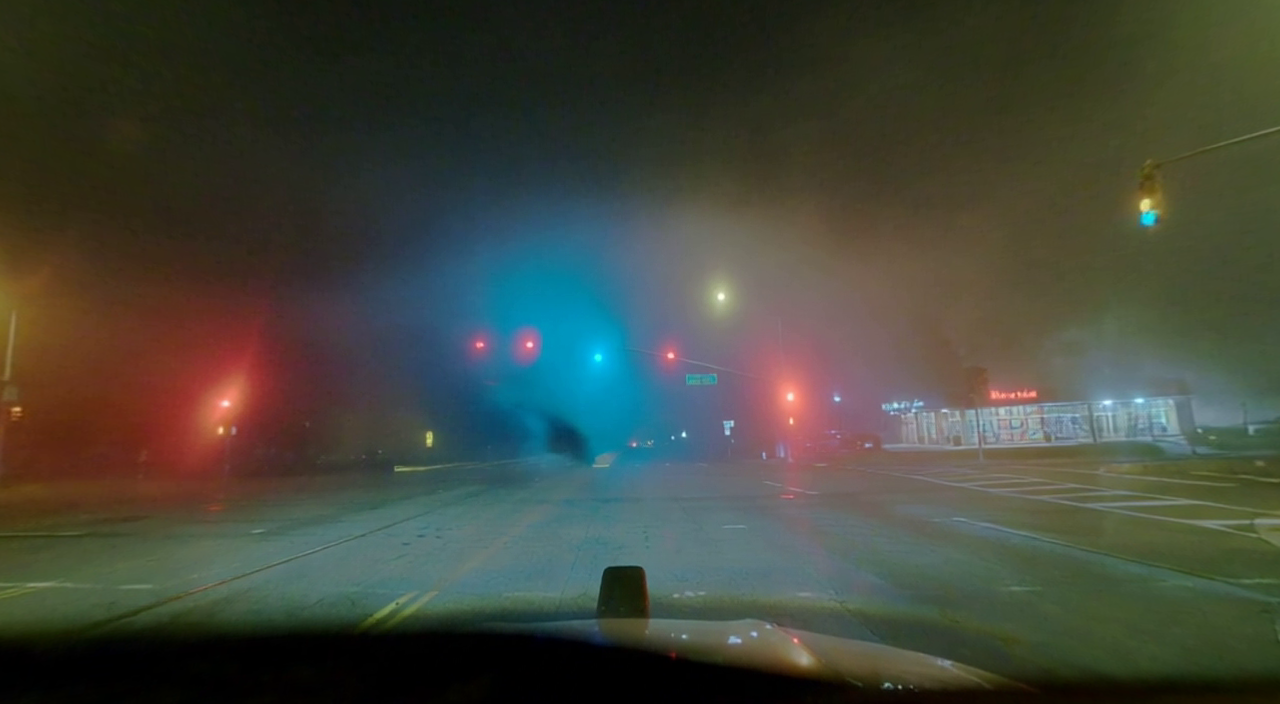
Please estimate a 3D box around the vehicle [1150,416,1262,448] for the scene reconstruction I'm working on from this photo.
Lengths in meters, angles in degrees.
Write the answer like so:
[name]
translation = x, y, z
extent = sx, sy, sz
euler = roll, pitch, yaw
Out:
[vehicle]
translation = 28.297, 4.073, 31.706
extent = 1.799, 1.459, 4.266
euler = 0, -8, 3
